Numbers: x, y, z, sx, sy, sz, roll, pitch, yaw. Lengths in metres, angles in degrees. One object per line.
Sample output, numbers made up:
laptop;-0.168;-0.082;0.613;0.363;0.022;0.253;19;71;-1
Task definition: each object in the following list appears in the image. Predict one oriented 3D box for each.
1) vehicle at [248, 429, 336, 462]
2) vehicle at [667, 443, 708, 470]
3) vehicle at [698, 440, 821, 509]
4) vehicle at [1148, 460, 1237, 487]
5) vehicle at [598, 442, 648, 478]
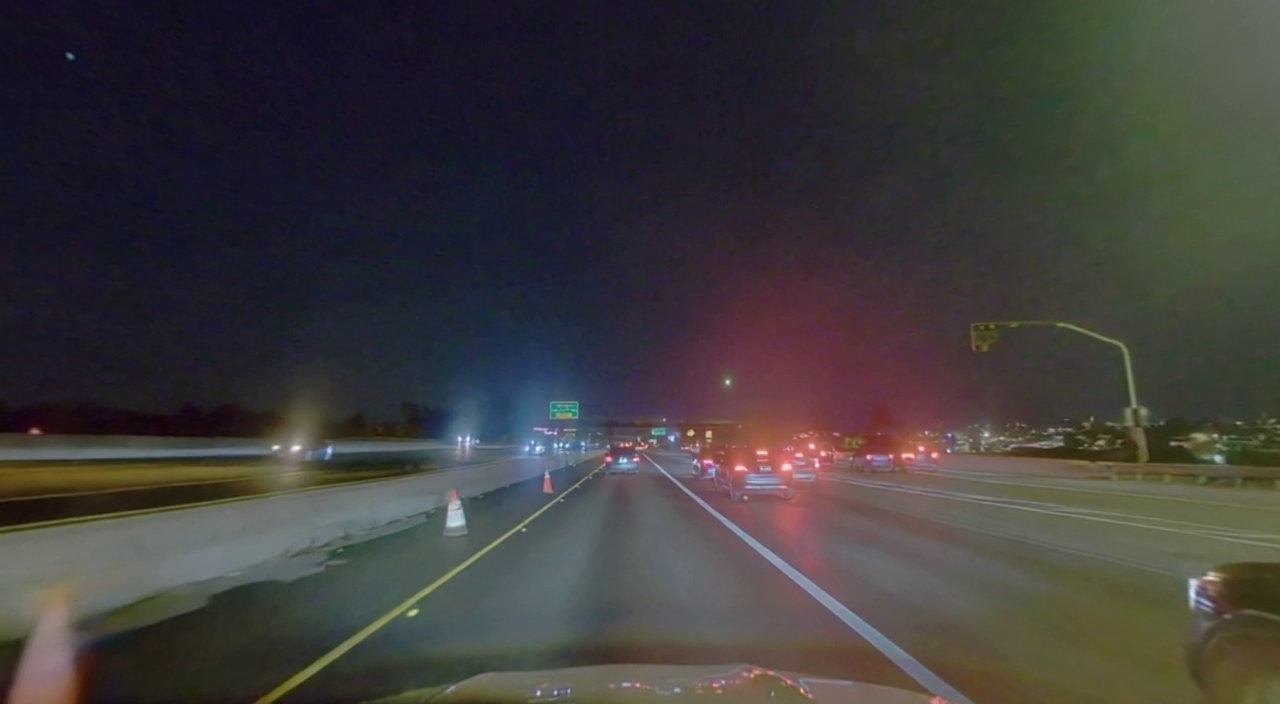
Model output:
vehicle;-20.253;5.492;37.095;2.209;1.764;5.258;0;-9;-1
vehicle;2.716;6.130;37.145;1.916;1.487;4.117;0;-9;-3
vehicle;2.774;2.961;15.820;2.042;1.460;4.451;0;-9;-2
vehicle;31.566;6.929;36.228;1.607;1.396;3.554;1;-9;-6
vehicle;-0.744;4.766;28.037;2.069;1.470;4.004;0;-9;-1
